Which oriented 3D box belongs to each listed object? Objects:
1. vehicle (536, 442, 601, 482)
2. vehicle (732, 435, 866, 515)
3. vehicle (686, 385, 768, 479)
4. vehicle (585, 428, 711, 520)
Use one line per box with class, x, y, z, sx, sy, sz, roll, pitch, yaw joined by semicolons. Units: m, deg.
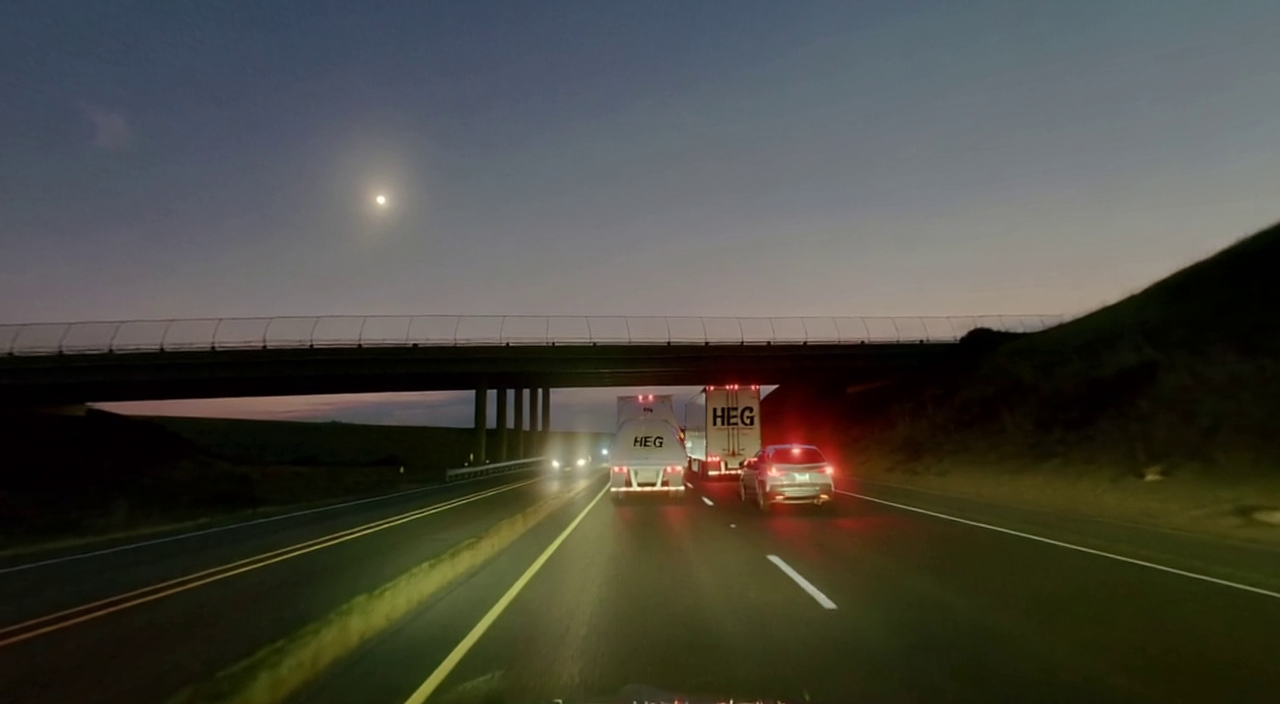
vehicle;-2.939;4.676;27.023;2.096;1.531;4.210;-1;-9;3
vehicle;3.369;2.693;14.218;1.972;1.505;3.946;-1;-9;0
vehicle;3.942;3.920;30.221;2.948;3.974;6.480;-1;-9;0
vehicle;0.182;2.526;13.440;2.256;1.615;4.114;-1;-9;2
